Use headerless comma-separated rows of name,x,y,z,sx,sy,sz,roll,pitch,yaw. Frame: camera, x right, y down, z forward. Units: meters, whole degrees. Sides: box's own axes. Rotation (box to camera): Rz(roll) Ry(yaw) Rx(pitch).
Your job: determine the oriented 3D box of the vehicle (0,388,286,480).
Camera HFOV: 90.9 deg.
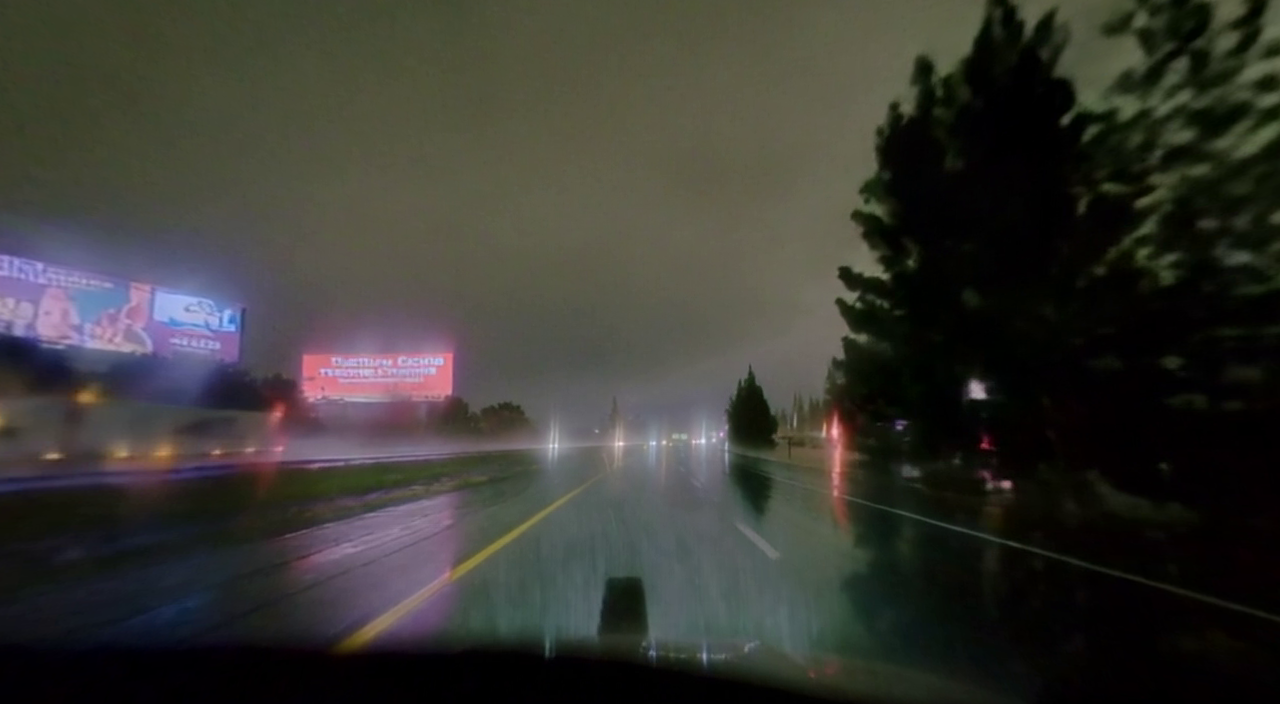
vehicle,-28.187,5.099,38.043,2.897,4.219,17.824,0,-8,2
